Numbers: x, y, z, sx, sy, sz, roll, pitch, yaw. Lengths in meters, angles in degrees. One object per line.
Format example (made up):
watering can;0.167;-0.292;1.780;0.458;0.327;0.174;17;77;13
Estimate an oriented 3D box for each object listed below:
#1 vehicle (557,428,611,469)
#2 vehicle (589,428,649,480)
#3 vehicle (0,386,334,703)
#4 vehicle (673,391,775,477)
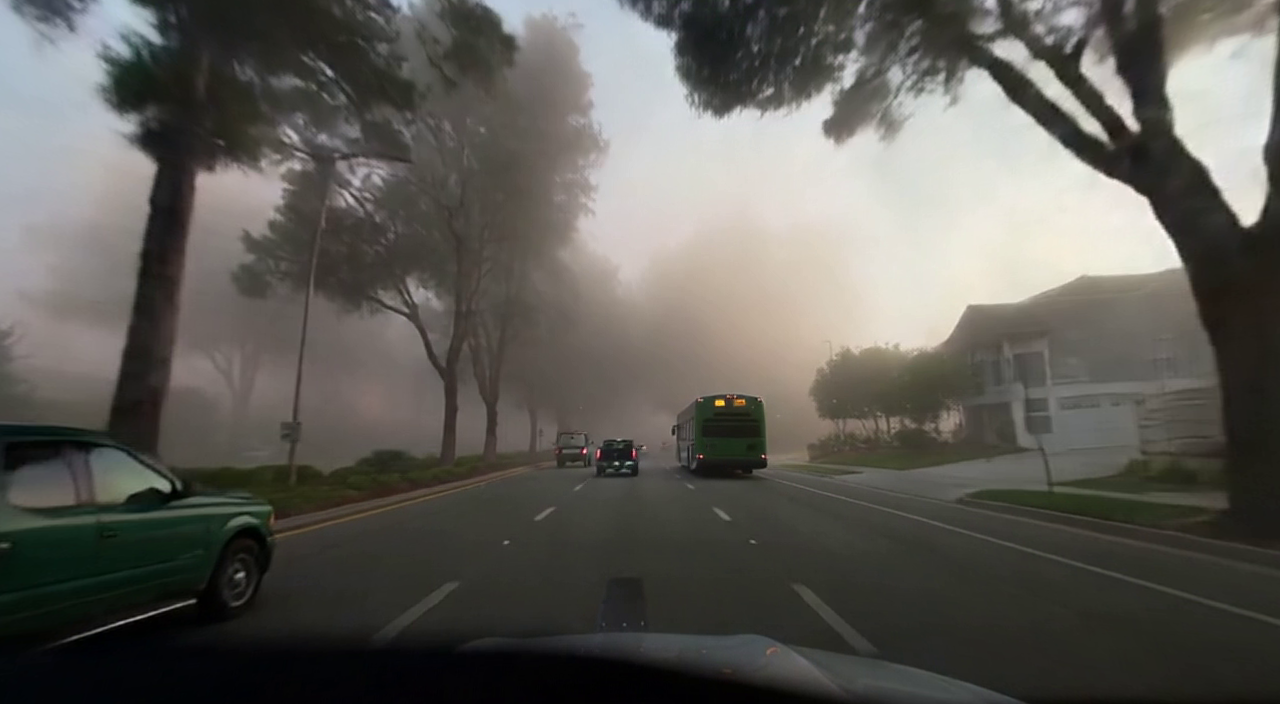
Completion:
vehicle;-3.059;5.428;35.611;2.513;2.066;5.820;0;-8;0
vehicle;-0.735;4.069;25.429;2.074;1.849;5.137;-1;-8;2
vehicle;-3.945;1.039;3.533;2.109;1.543;4.535;0;-8;1
vehicle;3.518;4.026;30.212;3.059;3.264;12.623;0;-8;0
